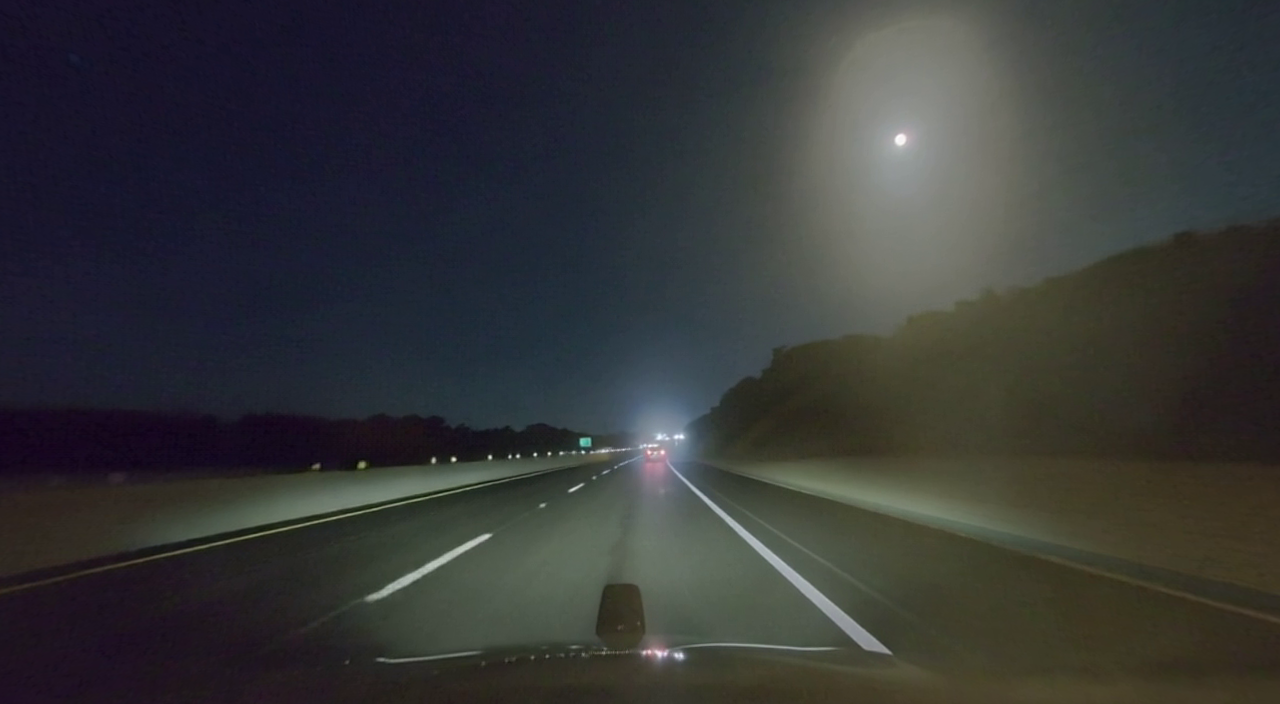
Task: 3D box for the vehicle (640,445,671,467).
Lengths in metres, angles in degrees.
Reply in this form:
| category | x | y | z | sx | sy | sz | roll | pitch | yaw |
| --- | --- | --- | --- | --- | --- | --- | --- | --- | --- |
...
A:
| category | x | y | z | sx | sy | sz | roll | pitch | yaw |
| --- | --- | --- | --- | --- | --- | --- | --- | --- | --- |
| vehicle | 1.151 | 7.809 | 47.421 | 2.221 | 1.603 | 4.149 | -1 | -9 | 2 |
